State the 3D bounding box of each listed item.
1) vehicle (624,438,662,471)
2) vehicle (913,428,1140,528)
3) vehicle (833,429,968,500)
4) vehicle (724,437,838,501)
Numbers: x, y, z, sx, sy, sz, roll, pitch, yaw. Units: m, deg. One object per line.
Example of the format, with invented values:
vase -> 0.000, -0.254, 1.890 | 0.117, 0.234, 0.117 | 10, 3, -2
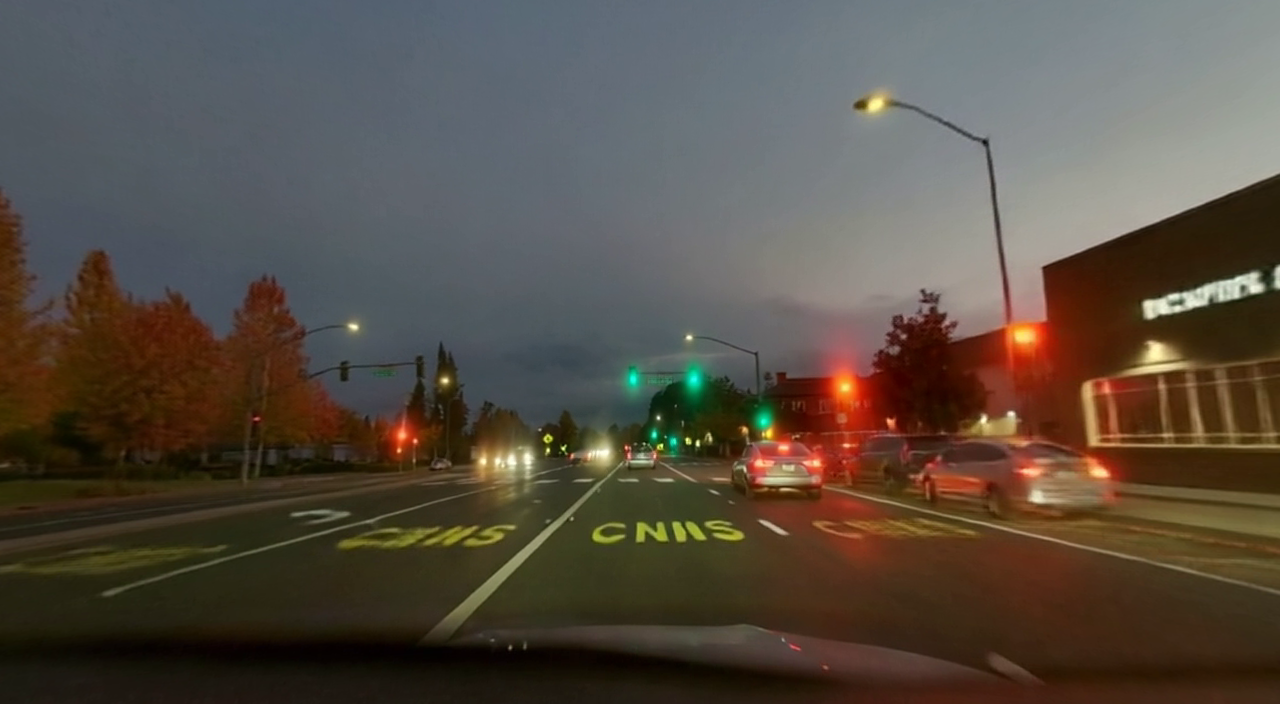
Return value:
vehicle -> 0.160, 6.363, 39.234 | 2.239, 1.856, 4.815 | 0, -9, -1
vehicle -> 7.211, 2.382, 12.405 | 1.876, 1.598, 4.171 | 0, -9, 1
vehicle -> 7.171, 3.138, 17.897 | 1.934, 1.723, 4.414 | 0, -9, 0
vehicle -> 3.735, 3.191, 17.562 | 2.178, 1.546, 4.311 | 0, -9, 0
